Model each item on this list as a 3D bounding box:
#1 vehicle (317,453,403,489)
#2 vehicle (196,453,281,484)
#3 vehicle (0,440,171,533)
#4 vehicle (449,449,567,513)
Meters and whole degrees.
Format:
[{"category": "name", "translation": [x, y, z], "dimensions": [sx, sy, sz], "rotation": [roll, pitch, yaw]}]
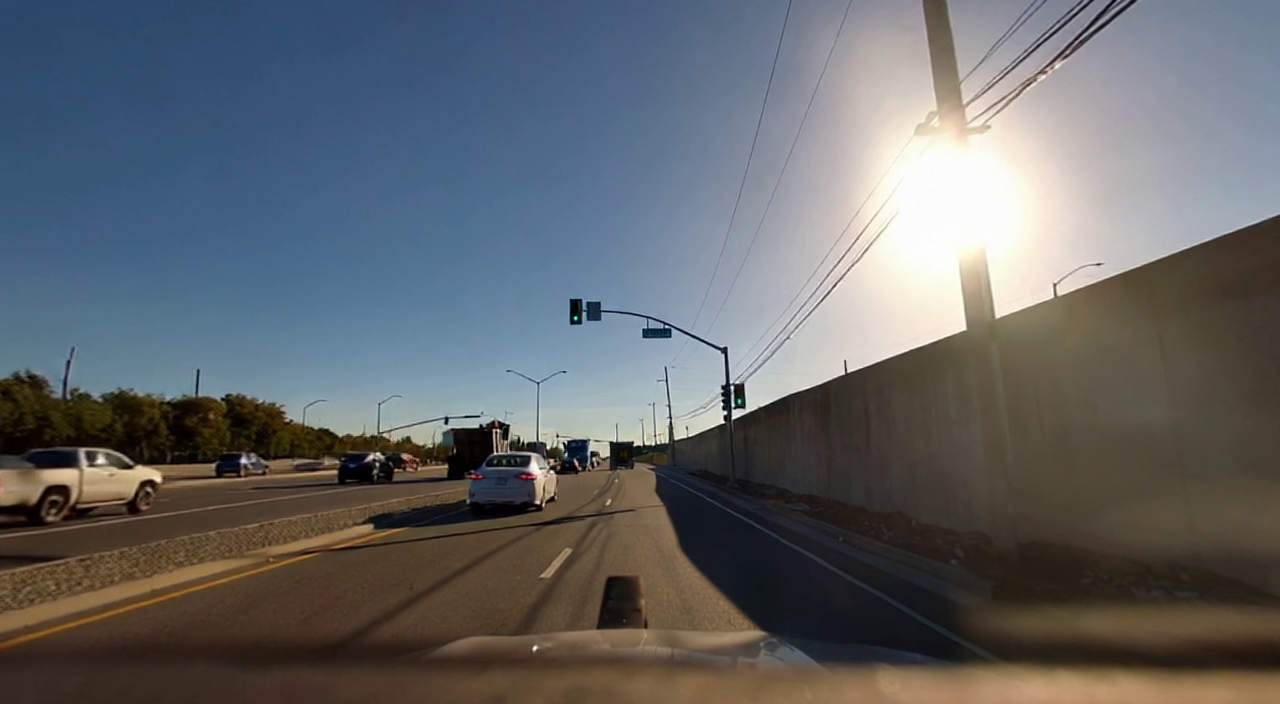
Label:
[{"category": "vehicle", "translation": [-12.674, 5.403, 28.878], "dimensions": [1.905, 1.492, 4.151], "rotation": [-1, -9, 2]}, {"category": "vehicle", "translation": [-23.812, 6.881, 37.650], "dimensions": [1.891, 1.696, 4.613], "rotation": [-1, -9, 2]}, {"category": "vehicle", "translation": [-13.336, 2.876, 13.973], "dimensions": [2.096, 1.773, 4.751], "rotation": [-1, -9, 2]}, {"category": "vehicle", "translation": [-3.389, 3.410, 17.321], "dimensions": [2.019, 1.480, 4.966], "rotation": [-1, -9, 2]}]
